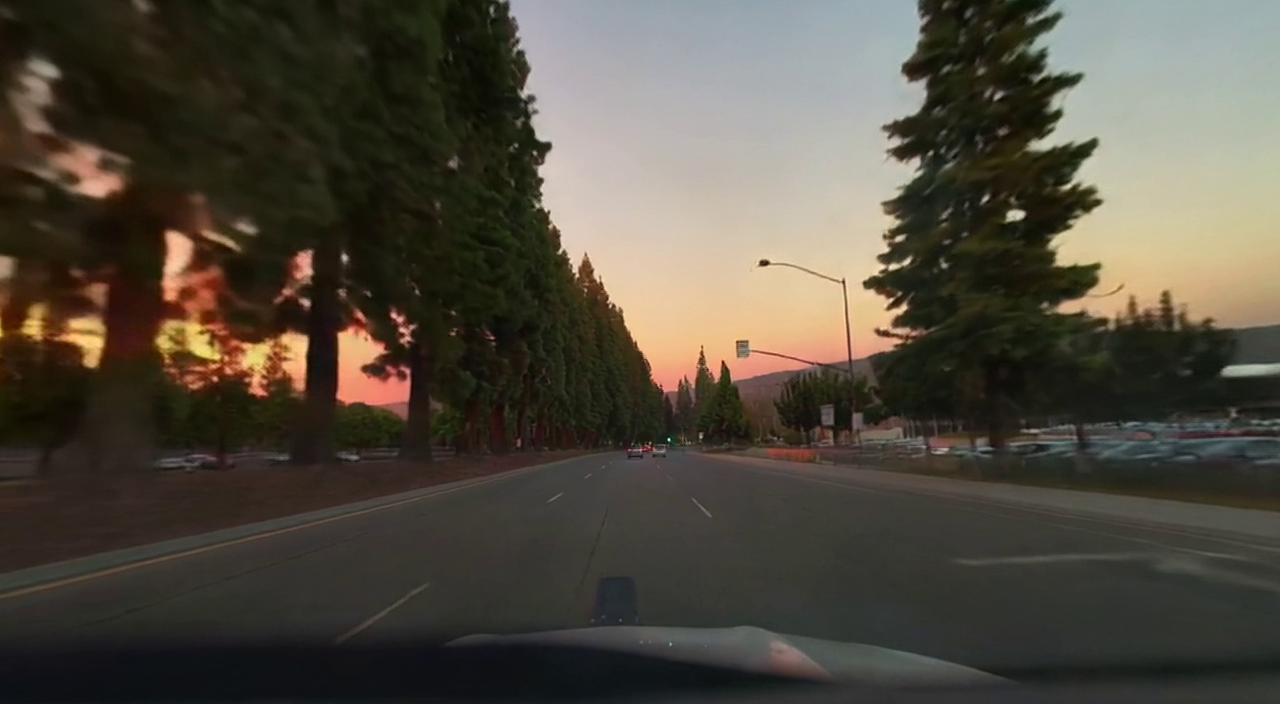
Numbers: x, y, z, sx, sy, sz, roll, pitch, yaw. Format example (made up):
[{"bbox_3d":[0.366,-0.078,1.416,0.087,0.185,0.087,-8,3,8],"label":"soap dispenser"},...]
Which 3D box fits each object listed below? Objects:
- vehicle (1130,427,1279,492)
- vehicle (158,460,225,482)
[{"bbox_3d":[17.432,3.154,18.653,4.199,1.775,1.943,0,-8,2],"label":"vehicle"},{"bbox_3d":[-35.379,9.391,49.895,4.028,1.534,1.716,-3,-9,3],"label":"vehicle"}]
